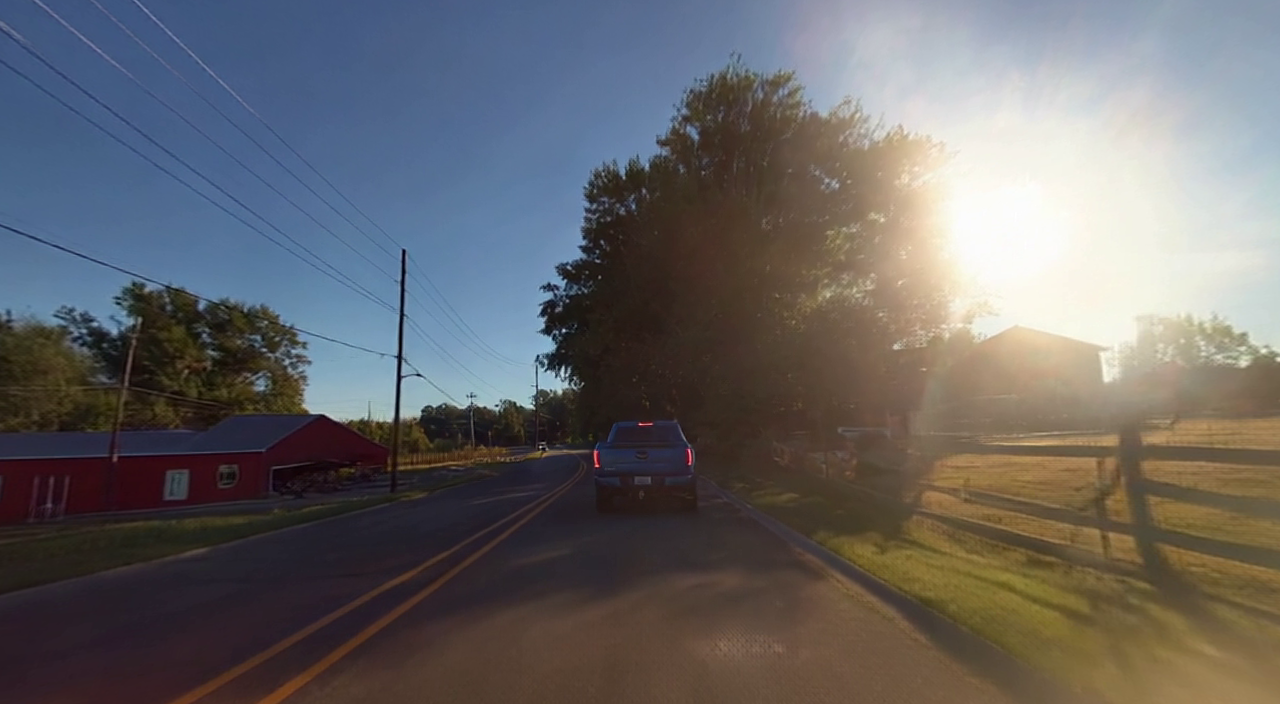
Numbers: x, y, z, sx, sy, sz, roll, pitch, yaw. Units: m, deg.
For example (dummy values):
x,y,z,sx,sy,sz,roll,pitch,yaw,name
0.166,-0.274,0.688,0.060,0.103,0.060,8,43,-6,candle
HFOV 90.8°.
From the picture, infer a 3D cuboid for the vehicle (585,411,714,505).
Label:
x,y,z,sx,sy,sz,roll,pitch,yaw,name
0.078,2.693,16.442,2.693,1.941,6.356,0,-8,-2,vehicle
